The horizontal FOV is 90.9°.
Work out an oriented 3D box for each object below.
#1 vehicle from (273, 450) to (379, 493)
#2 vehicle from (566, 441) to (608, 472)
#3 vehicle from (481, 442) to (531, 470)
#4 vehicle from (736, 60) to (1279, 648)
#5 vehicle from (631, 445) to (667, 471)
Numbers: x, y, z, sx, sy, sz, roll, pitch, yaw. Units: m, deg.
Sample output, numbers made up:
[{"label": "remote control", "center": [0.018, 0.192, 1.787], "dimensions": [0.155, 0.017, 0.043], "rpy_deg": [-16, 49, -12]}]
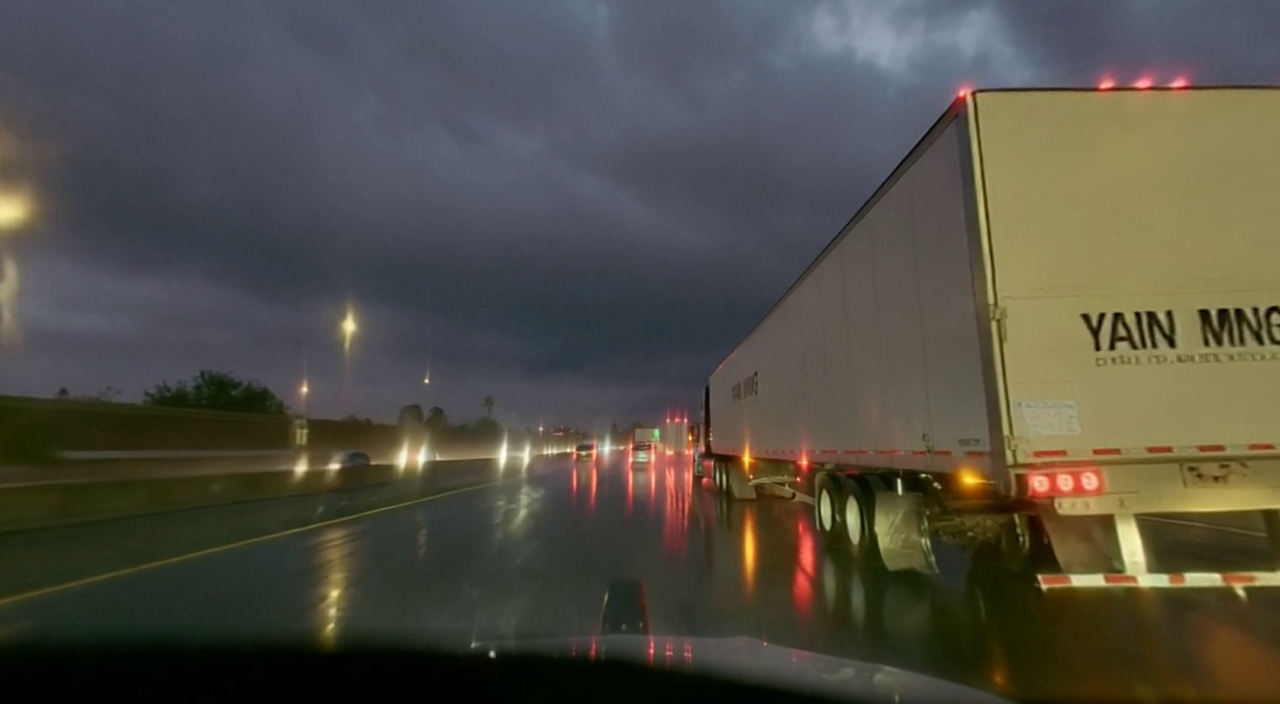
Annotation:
[{"label": "vehicle", "center": [-12.192, 4.620, 24.859], "dimensions": [1.839, 1.503, 4.410], "rpy_deg": [0, -9, 1]}, {"label": "vehicle", "center": [-3.088, 6.196, 37.531], "dimensions": [2.058, 1.711, 4.226], "rpy_deg": [0, -9, 1]}, {"label": "vehicle", "center": [-8.629, 6.734, 41.066], "dimensions": [2.076, 1.678, 5.116], "rpy_deg": [0, -9, 1]}, {"label": "vehicle", "center": [3.968, 0.814, 10.549], "dimensions": [2.821, 4.077, 12.562], "rpy_deg": [0, -9, 0]}, {"label": "vehicle", "center": [0.535, 6.534, 39.030], "dimensions": [2.063, 1.469, 4.208], "rpy_deg": [0, -9, 0]}]
